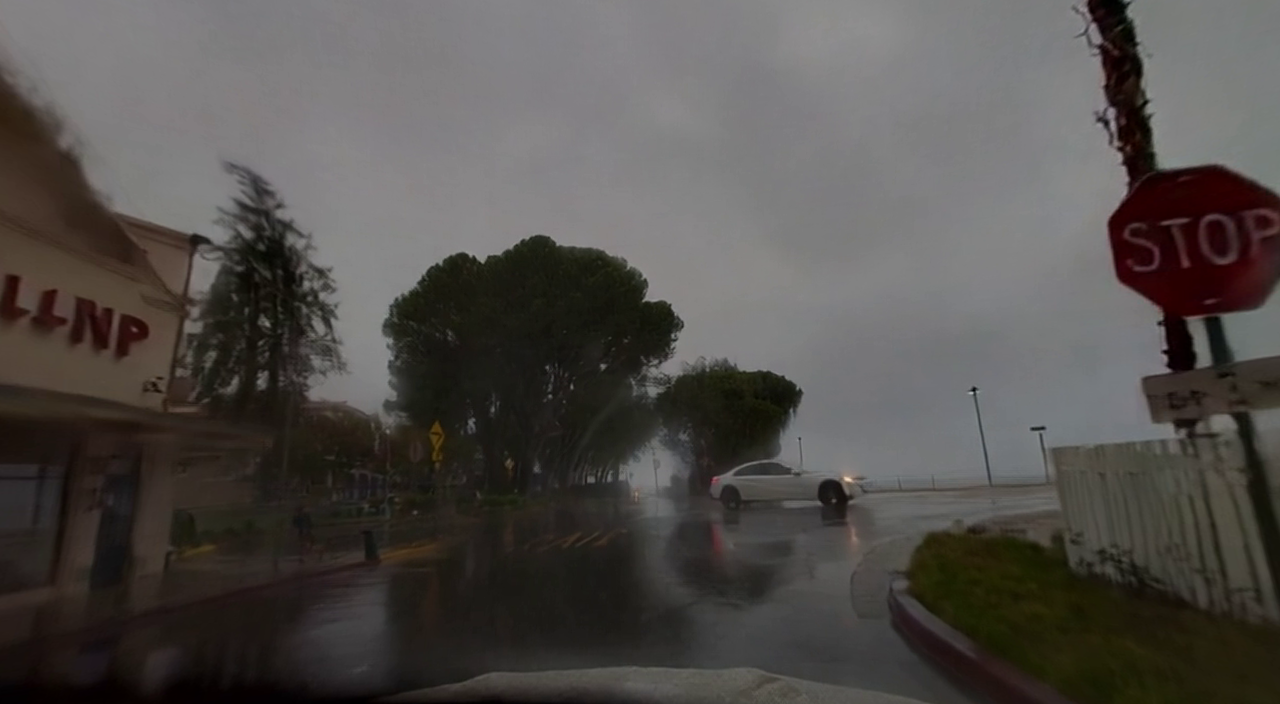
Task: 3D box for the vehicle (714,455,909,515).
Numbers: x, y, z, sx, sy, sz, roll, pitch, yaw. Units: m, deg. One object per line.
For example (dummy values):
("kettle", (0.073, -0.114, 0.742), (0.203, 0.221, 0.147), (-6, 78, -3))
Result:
("vehicle", (4.920, 3.861, 18.958), (2.112, 1.479, 5.323), (7, -11, -40))
